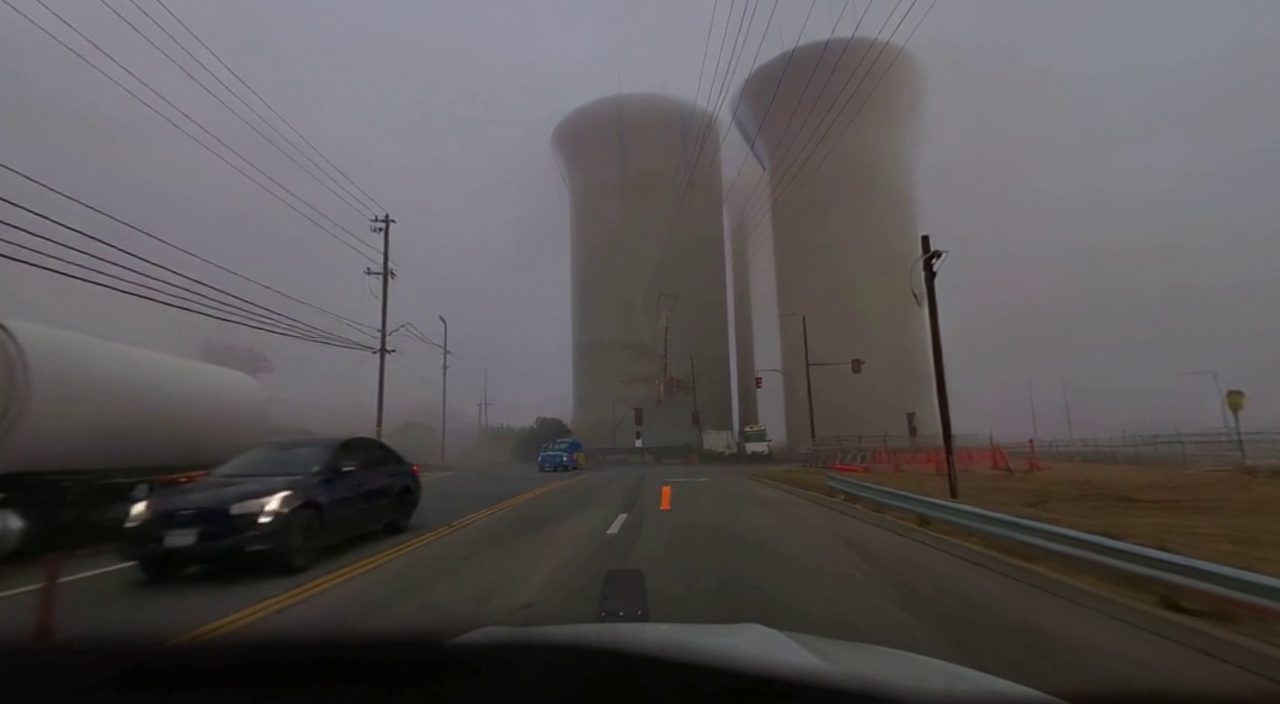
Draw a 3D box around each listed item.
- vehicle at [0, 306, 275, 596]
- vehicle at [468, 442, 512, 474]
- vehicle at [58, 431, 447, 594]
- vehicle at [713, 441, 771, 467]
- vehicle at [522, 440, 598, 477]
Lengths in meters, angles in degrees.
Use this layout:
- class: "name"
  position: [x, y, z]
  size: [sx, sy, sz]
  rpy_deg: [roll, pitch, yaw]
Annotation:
- class: "vehicle"
  position: [-8.471, 1.284, 8.272]
  size: [2.905, 3.133, 7.675]
  rpy_deg: [0, -8, -2]
- class: "vehicle"
  position: [-9.082, 6.418, 38.525]
  size: [2.169, 1.826, 4.755]
  rpy_deg: [1, -9, -9]
- class: "vehicle"
  position: [-4.295, 1.825, 8.182]
  size: [2.117, 1.484, 4.544]
  rpy_deg: [0, -8, 1]
- class: "vehicle"
  position: [6.110, 6.021, 37.489]
  size: [2.053, 1.477, 4.218]
  rpy_deg: [-4, -10, 29]
- class: "vehicle"
  position: [-3.750, 5.135, 30.682]
  size: [1.944, 1.645, 4.701]
  rpy_deg: [-2, -9, 16]
